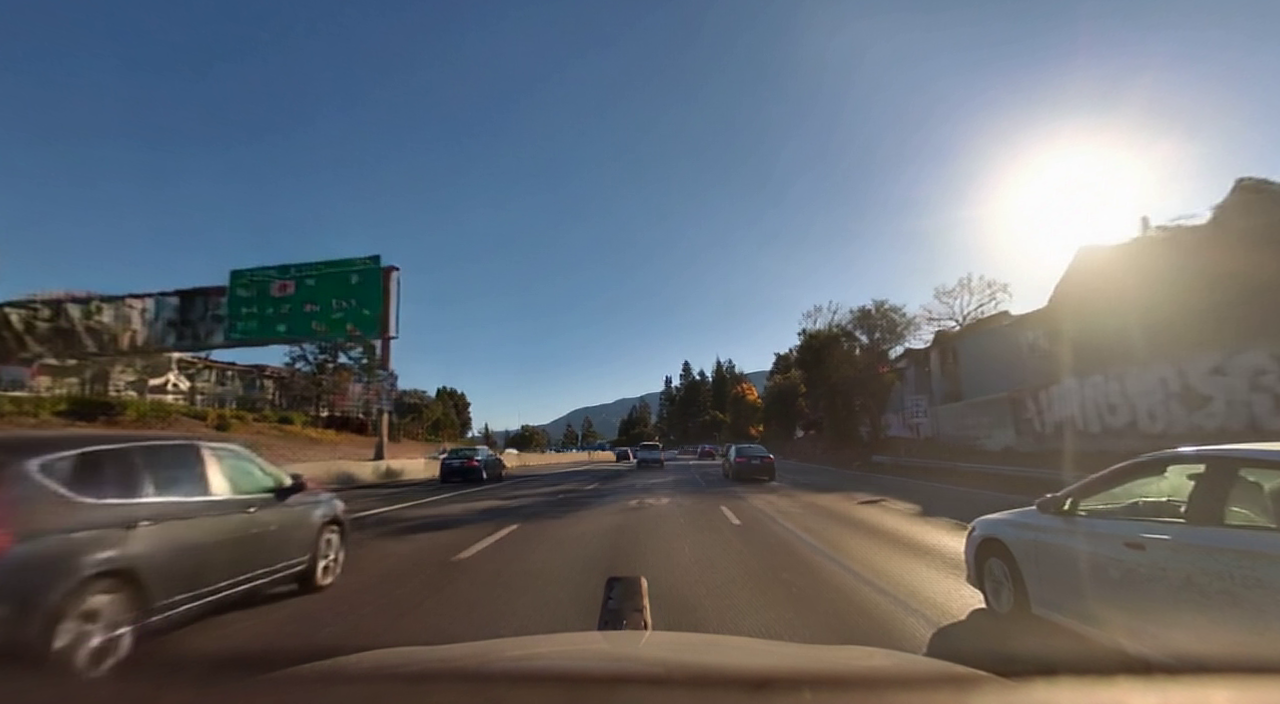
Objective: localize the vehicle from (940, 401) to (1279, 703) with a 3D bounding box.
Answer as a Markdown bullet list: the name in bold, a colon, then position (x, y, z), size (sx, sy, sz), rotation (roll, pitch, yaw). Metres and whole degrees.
- **vehicle**: position (3.700, 1.101, 3.595), size (1.912, 1.509, 4.291), rotation (0, -8, 1)

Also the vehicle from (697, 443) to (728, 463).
- **vehicle**: position (5.685, 7.923, 49.670), size (2.078, 1.456, 3.926), rotation (0, -8, 2)

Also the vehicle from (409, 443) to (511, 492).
- **vehicle**: position (-6.098, 3.958, 22.016), size (2.050, 1.507, 4.375), rotation (-1, -8, 3)

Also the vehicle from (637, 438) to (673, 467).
- **vehicle**: position (0.931, 6.405, 40.297), size (2.183, 1.764, 4.134), rotation (0, -8, 1)

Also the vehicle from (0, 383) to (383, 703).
- **vehicle**: position (-3.681, 1.155, 4.154), size (2.136, 1.571, 4.285), rotation (0, -8, 0)

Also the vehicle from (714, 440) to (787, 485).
- **vehicle**: position (3.830, 3.888, 22.484), size (1.854, 1.438, 3.954), rotation (0, -8, 0)
